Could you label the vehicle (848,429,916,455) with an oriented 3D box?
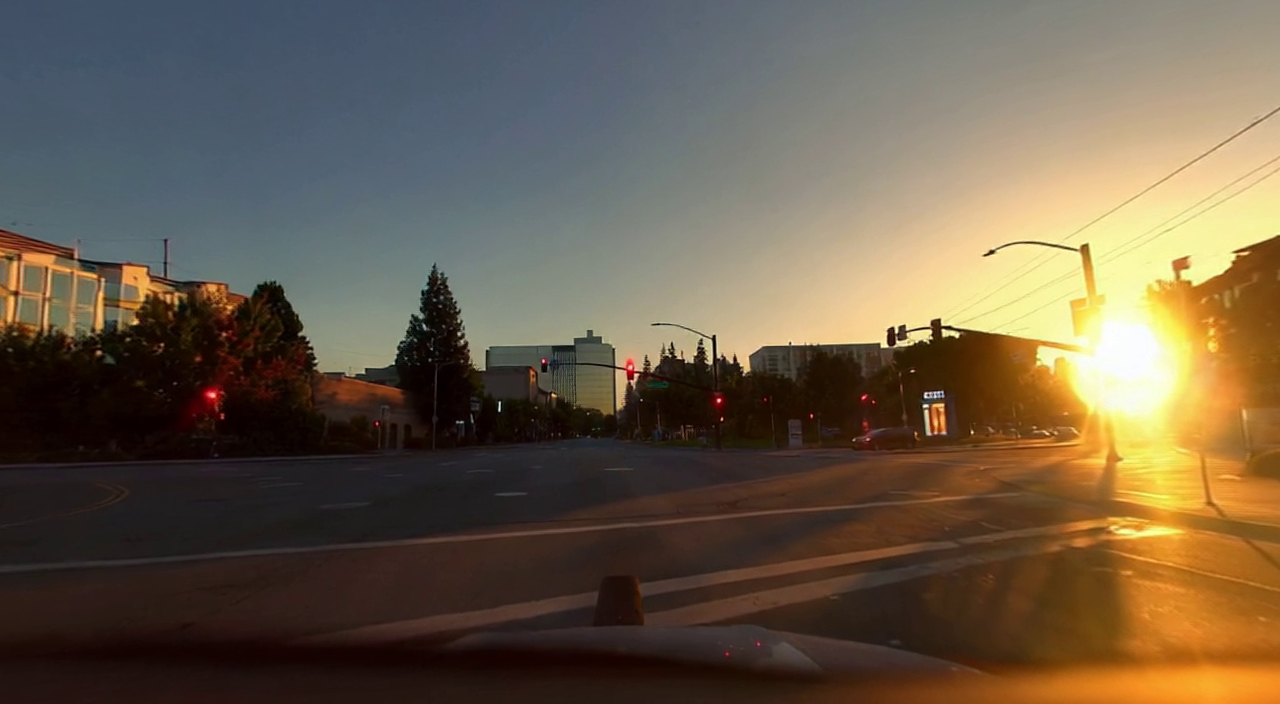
[{"bbox_3d":[17.654,6.551,46.059,4.600,1.783,1.970,4,-9,-26],"label":"vehicle"}]
